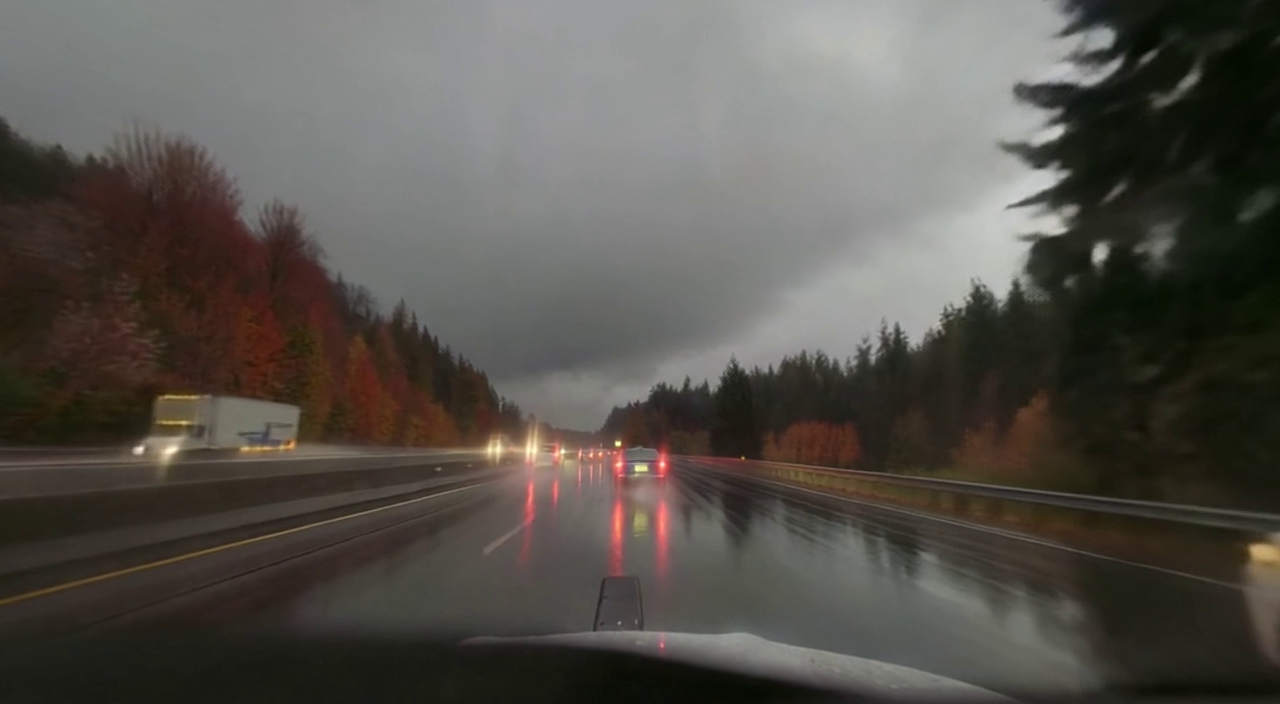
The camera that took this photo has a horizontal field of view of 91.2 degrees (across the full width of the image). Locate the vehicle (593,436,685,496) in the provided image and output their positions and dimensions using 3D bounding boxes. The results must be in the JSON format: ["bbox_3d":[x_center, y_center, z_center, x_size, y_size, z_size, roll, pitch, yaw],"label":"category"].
[{"bbox_3d":[-0.081,3.573,19.939,2.634,1.679,4.070,0,-9,-1],"label":"vehicle"}]

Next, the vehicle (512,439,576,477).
[{"bbox_3d":[-4.650,5.218,31.048,2.545,1.679,4.267,0,-9,-1],"label":"vehicle"}]

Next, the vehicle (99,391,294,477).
[{"bbox_3d":[-22.371,4.380,32.685,3.243,3.800,9.564,0,-9,-1],"label":"vehicle"}]
